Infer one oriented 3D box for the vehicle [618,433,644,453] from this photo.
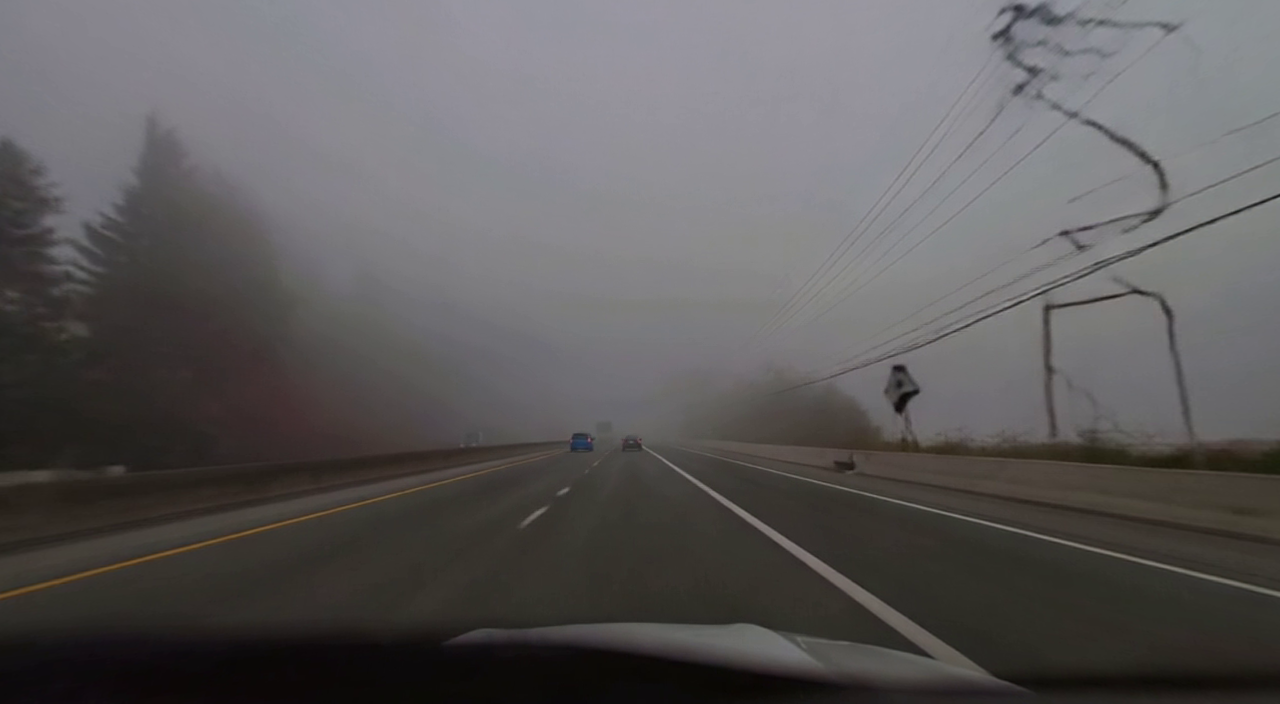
[{"bbox_3d":[-0.706,7.019,48.581,1.890,1.472,3.716,0,-8,-2],"label":"vehicle"}]
